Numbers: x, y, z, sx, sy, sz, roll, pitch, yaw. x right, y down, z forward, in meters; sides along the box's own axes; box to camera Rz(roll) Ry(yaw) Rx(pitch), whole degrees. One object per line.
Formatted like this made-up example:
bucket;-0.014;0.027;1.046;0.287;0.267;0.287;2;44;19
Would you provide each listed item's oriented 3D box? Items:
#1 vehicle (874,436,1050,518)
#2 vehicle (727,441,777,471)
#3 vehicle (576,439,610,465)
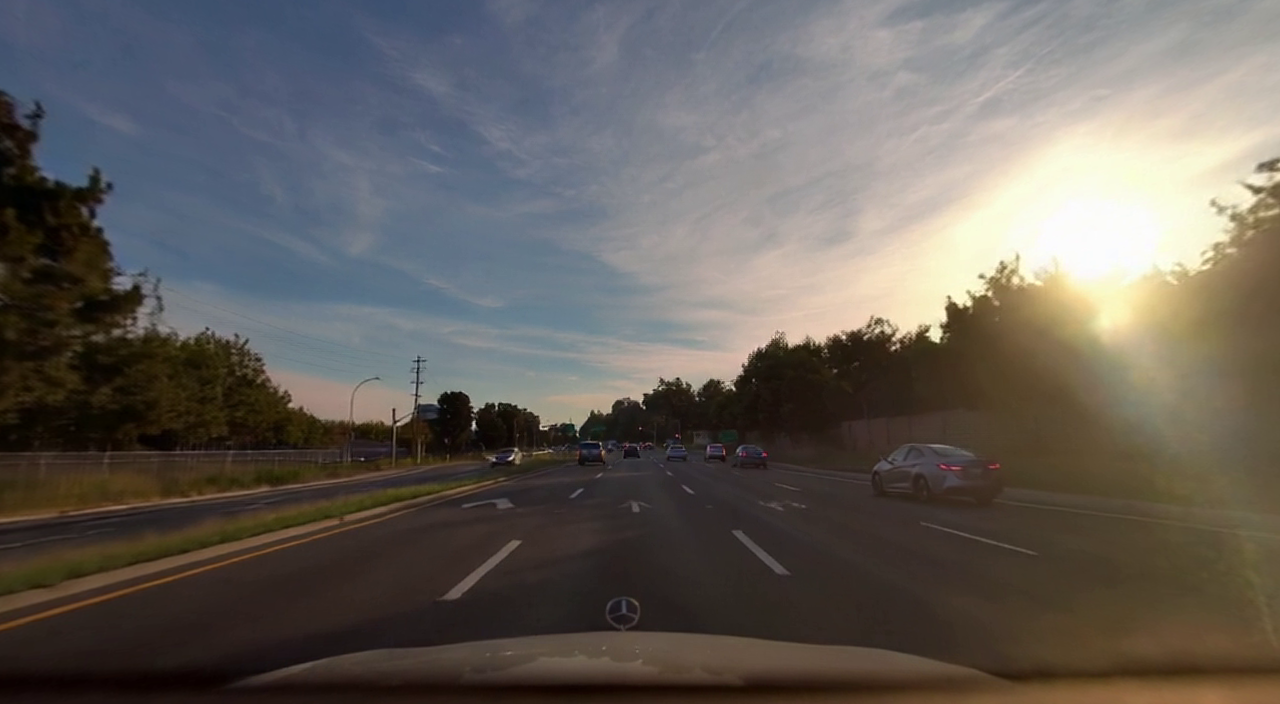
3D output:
vehicle;6.766;2.627;13.795;1.838;1.518;3.713;0;-8;0
vehicle;6.376;5.979;36.543;1.987;1.597;4.463;0;-8;-1
vehicle;-3.489;7.570;47.907;2.230;1.827;4.406;0;-8;0
